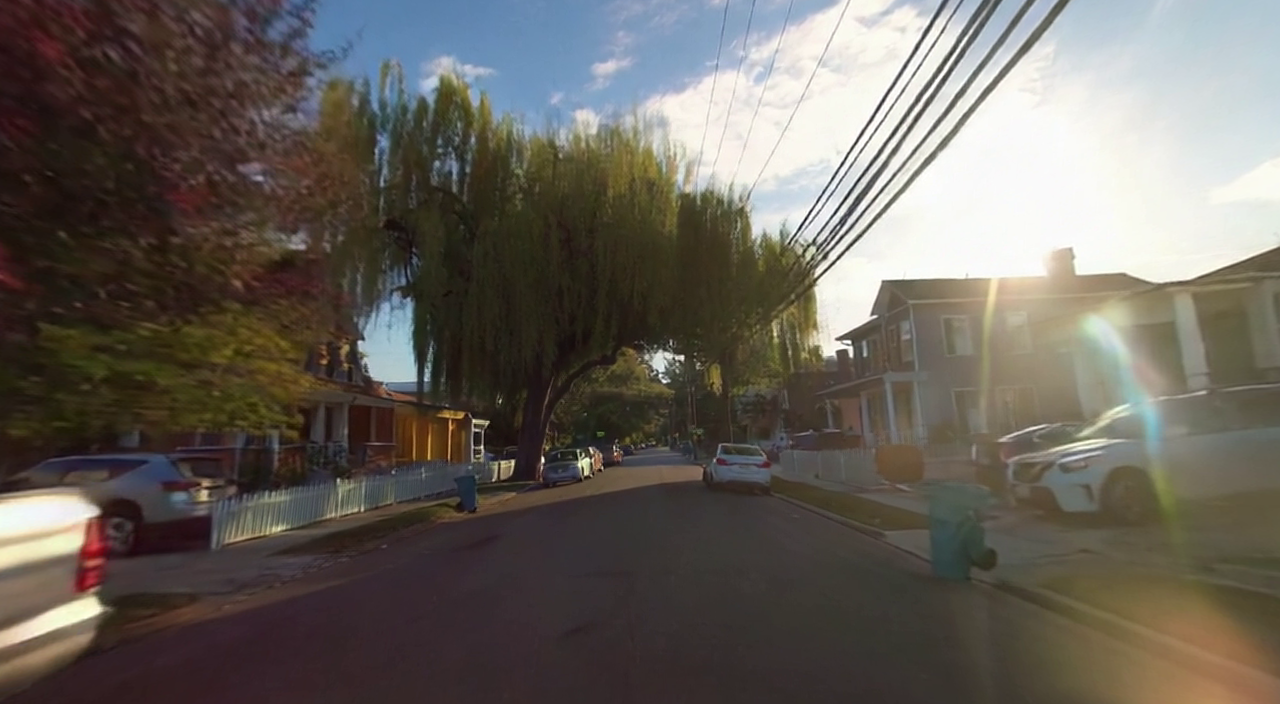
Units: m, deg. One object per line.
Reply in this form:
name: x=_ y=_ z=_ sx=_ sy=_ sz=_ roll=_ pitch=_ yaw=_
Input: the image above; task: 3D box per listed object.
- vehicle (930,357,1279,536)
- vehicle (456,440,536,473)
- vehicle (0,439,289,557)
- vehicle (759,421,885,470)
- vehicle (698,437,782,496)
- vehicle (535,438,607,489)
vehicle: x=7.453 y=1.243 z=8.532 sx=5.974 sy=2.066 sz=2.152 roll=1 pitch=-7 yaw=2
vehicle: x=-8.460 y=6.148 z=37.331 sx=4.088 sy=1.779 sz=2.109 roll=0 pitch=-5 yaw=4
vehicle: x=-9.044 y=2.470 z=11.144 sx=4.432 sy=1.739 sz=2.097 roll=0 pitch=-5 yaw=1
vehicle: x=8.494 y=4.393 z=29.944 sx=5.274 sy=2.170 sz=2.205 roll=0 pitch=-7 yaw=-1
vehicle: x=3.083 y=3.590 z=20.399 sx=2.043 sy=1.631 sz=4.613 roll=0 pitch=-7 yaw=1
vehicle: x=-2.870 y=4.737 z=27.420 sx=2.204 sy=1.655 sz=4.813 roll=-8 pitch=-8 yaw=1
